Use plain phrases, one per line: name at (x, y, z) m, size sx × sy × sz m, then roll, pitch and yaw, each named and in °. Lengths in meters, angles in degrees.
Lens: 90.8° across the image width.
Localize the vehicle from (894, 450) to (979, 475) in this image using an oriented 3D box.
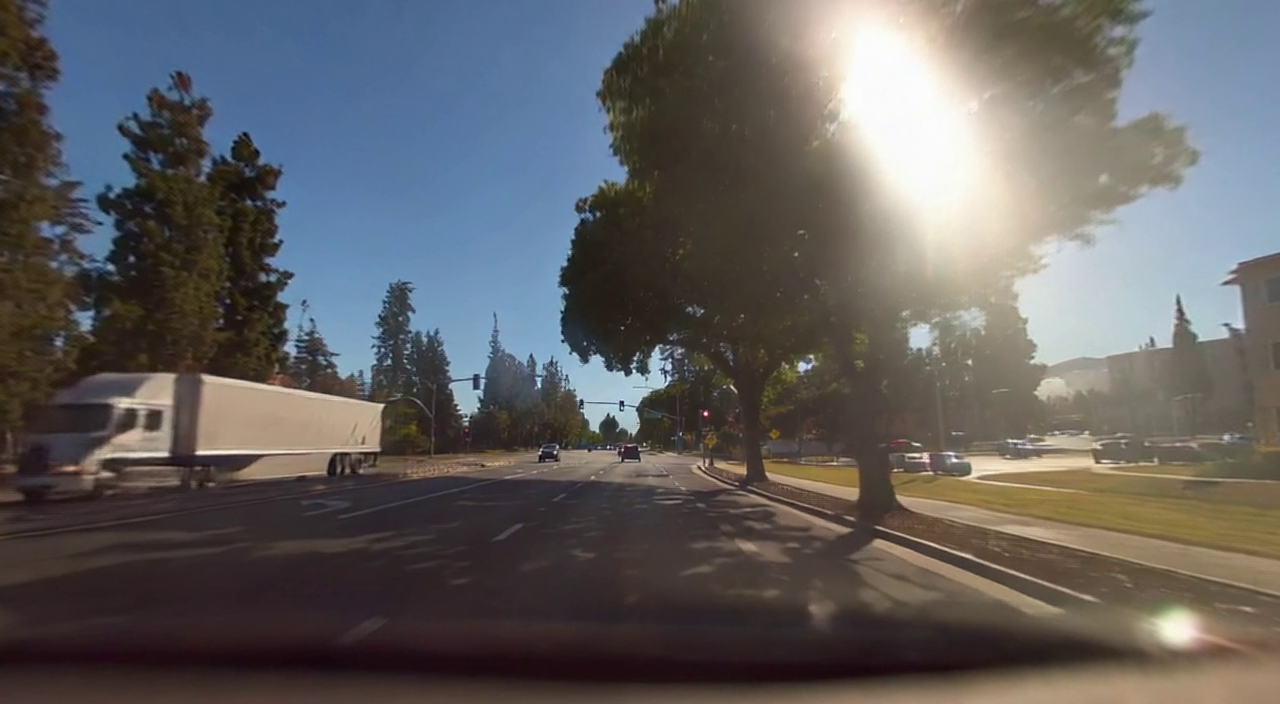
vehicle at (18.316, 6.860, 39.251) m, size 4.455 × 1.475 × 1.971 m, roll -2°, pitch -9°, yaw 14°

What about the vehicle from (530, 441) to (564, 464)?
vehicle at (-7.075, 7.721, 48.522) m, size 1.946 × 1.680 × 4.203 m, roll 0°, pitch -9°, yaw 0°

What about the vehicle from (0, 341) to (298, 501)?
vehicle at (-15.165, 2.367, 20.254) m, size 3.193 × 3.952 × 9.170 m, roll 0°, pitch -9°, yaw 0°

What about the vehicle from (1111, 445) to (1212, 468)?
vehicle at (34.230, 6.851, 41.597) m, size 4.593 × 1.460 × 1.926 m, roll -3°, pitch -9°, yaw 16°
